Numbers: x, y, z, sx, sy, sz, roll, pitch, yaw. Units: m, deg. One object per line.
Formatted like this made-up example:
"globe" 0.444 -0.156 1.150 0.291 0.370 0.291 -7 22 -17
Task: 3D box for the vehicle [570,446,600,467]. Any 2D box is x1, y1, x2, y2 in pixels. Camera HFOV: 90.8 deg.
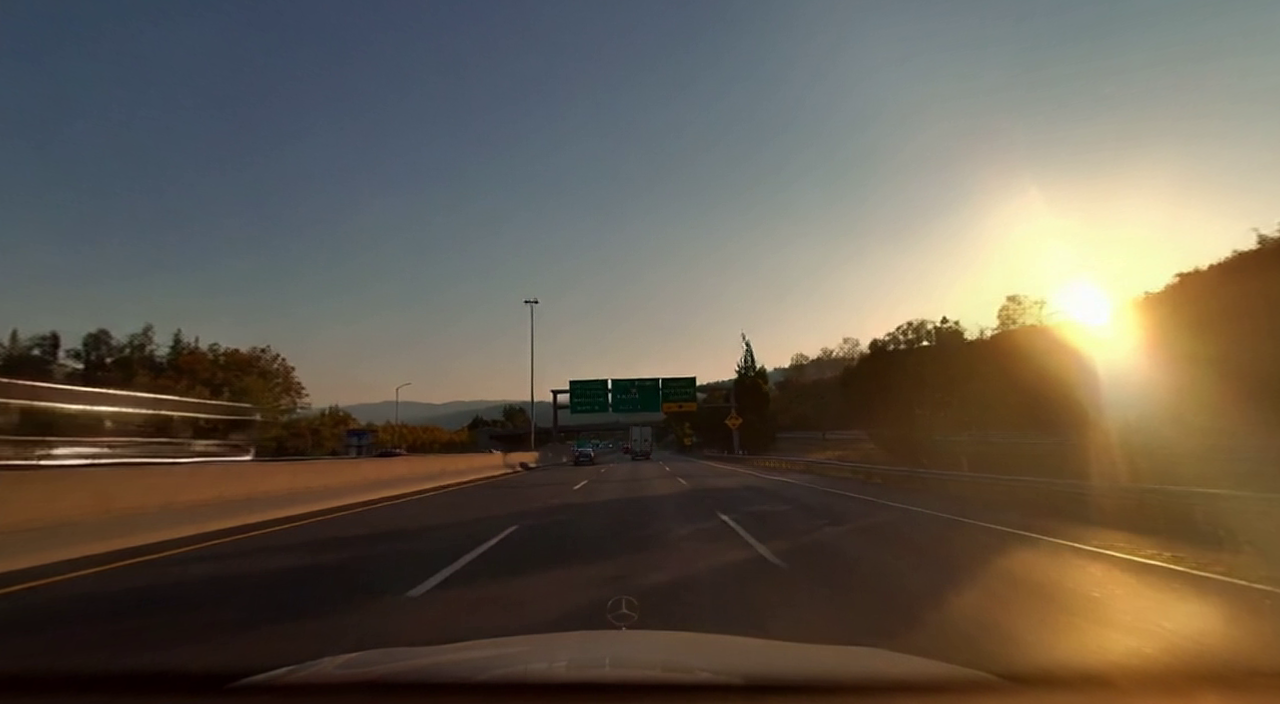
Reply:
"vehicle" -4.069 7.819 47.167 1.886 1.465 4.119 0 -9 -1
